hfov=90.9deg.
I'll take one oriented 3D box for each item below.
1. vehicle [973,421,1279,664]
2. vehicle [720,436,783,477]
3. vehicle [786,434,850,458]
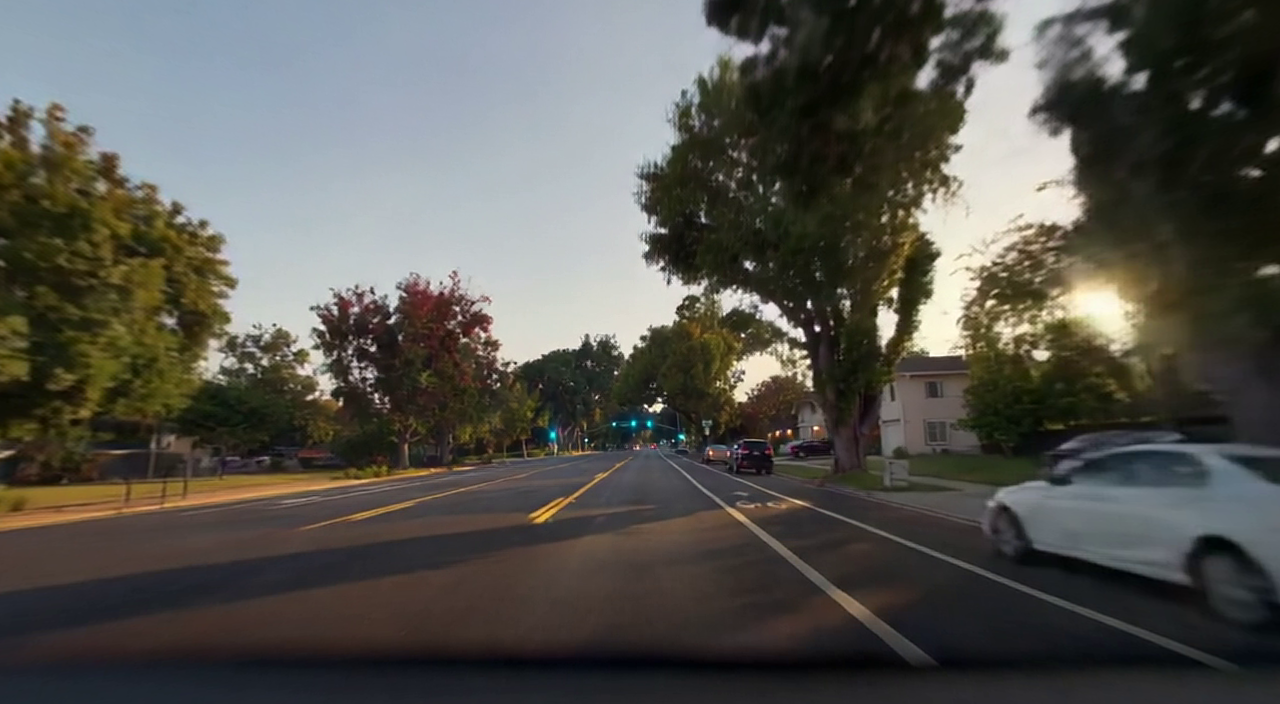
[{"bbox_3d":[4.994,1.358,5.085,2.032,1.478,5.040,0,-9,2],"label":"vehicle"},{"bbox_3d":[5.132,4.898,29.699,2.069,1.743,4.595,0,-9,0],"label":"vehicle"},{"bbox_3d":[13.662,7.251,48.609,4.283,1.750,2.227,0,-9,3],"label":"vehicle"}]
